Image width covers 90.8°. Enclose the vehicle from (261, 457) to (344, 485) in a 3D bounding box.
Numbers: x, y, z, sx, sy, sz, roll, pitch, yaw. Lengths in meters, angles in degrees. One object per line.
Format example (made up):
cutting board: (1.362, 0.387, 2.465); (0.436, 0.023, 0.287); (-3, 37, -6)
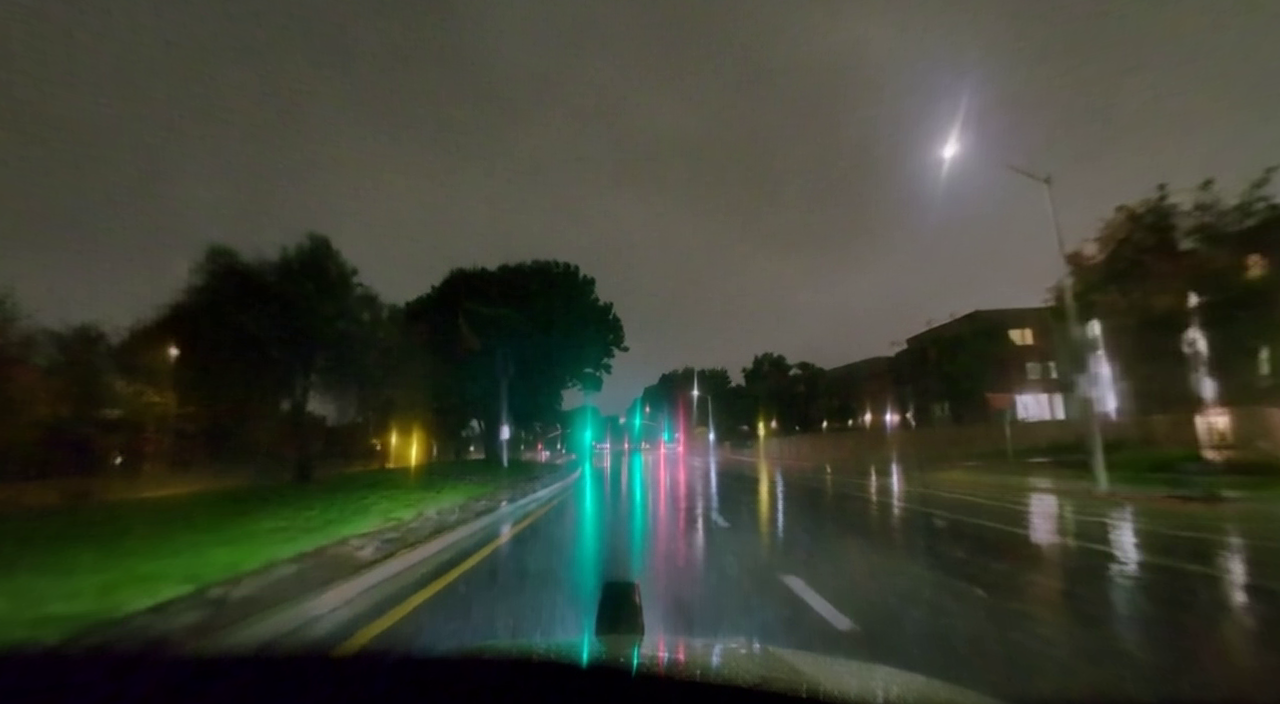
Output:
vehicle: (-18.997, 6.729, 35.821); (2.637, 1.401, 3.741); (1, -9, 0)
